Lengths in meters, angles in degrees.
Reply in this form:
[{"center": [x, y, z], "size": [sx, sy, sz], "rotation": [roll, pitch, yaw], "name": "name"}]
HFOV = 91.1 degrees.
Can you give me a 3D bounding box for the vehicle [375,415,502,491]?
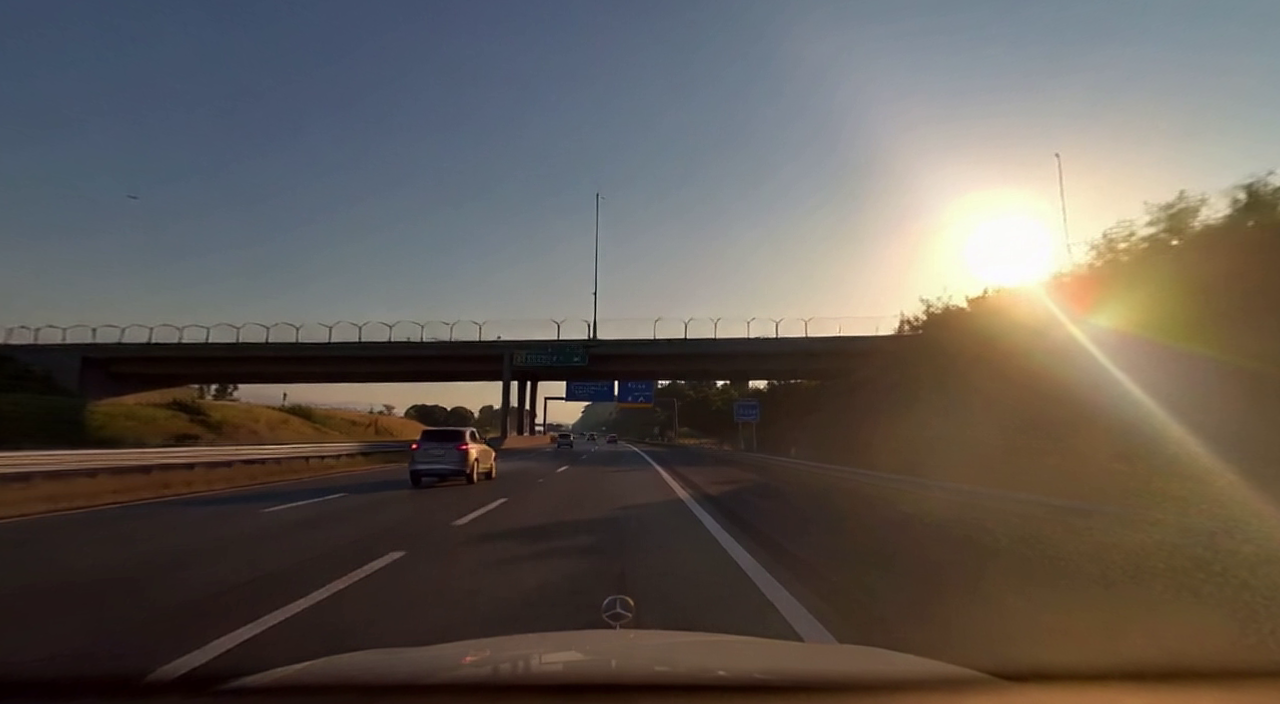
[{"center": [-5.074, 2.593, 16.506], "size": [2.007, 1.727, 4.040], "rotation": [0, -8, 0], "name": "vehicle"}]
